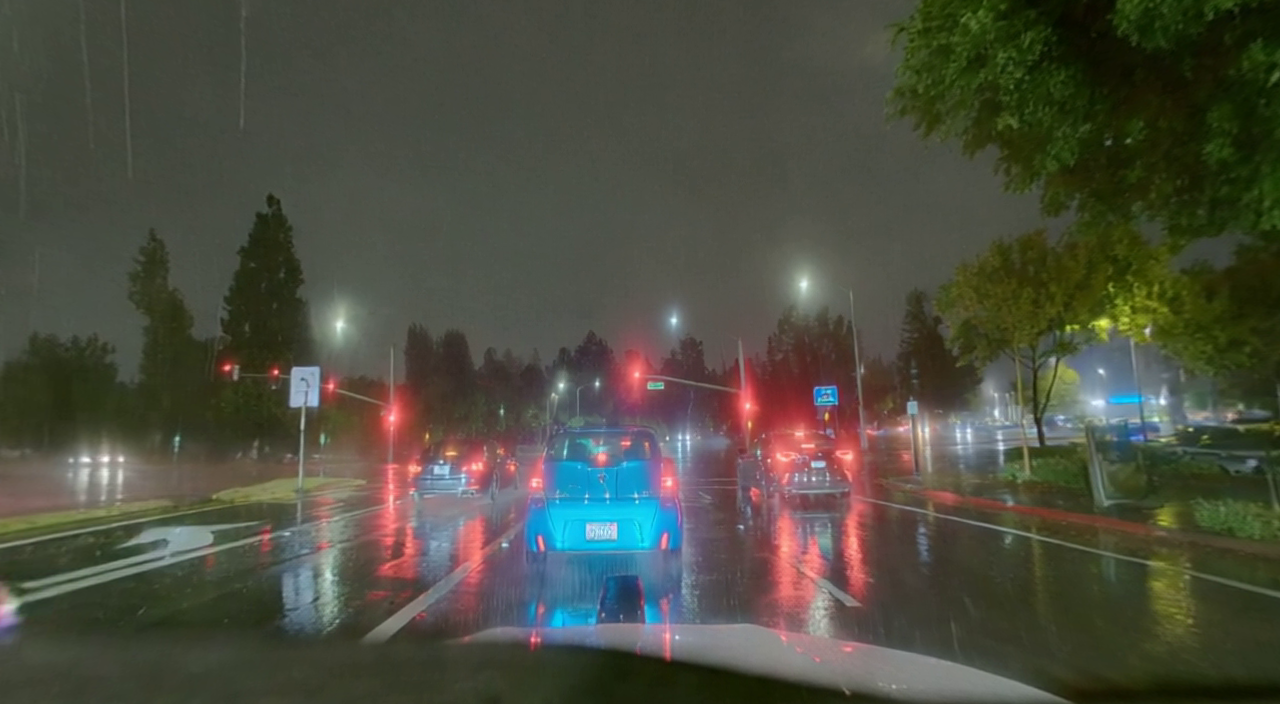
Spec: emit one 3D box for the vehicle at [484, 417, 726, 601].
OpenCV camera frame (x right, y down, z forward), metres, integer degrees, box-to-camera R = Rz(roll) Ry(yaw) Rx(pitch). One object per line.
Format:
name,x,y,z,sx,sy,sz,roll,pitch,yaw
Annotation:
vehicle,-0.355,1.640,7.503,2.045,1.533,4.183,0,-8,-2

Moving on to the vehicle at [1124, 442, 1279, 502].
vehicle,15.183,3.032,16.267,3.951,1.418,1.842,0,-8,-3

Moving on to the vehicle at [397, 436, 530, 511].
vehicle,-3.779,2.657,14.273,1.998,1.452,3.773,0,-8,-1

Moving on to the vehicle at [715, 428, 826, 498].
vehicle,3.428,3.011,17.502,2.028,1.678,4.220,0,-8,-2
